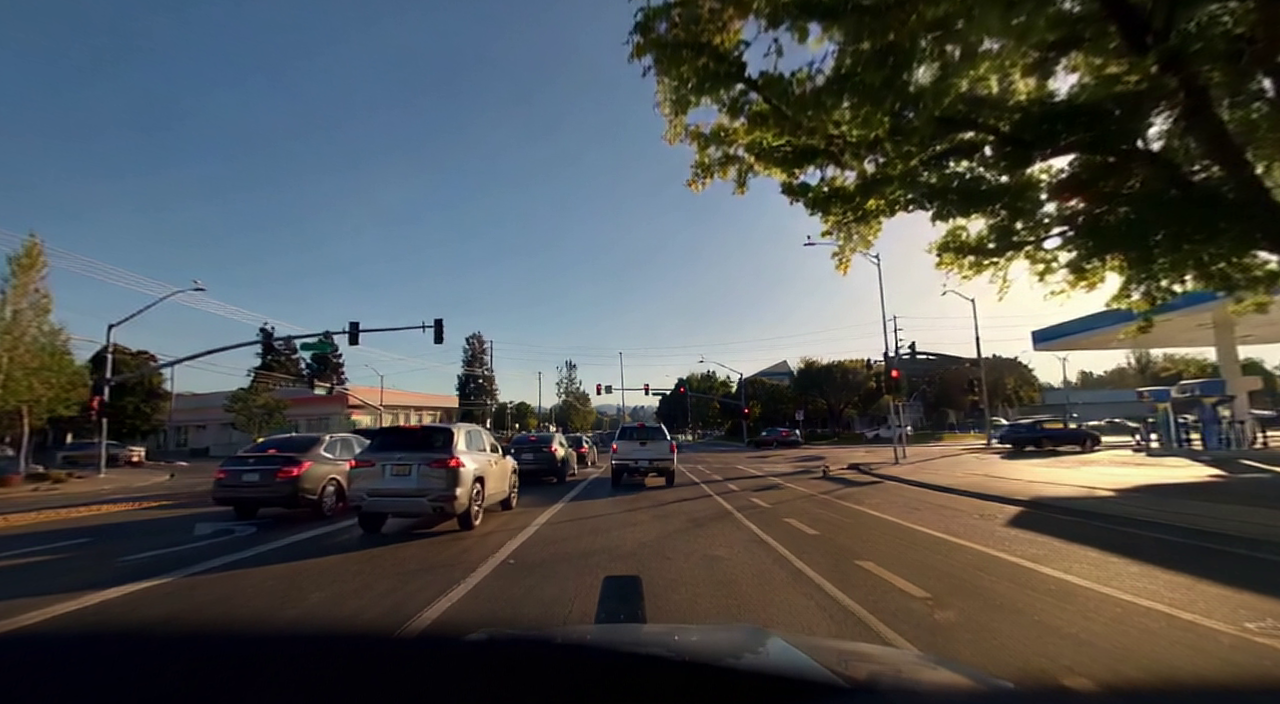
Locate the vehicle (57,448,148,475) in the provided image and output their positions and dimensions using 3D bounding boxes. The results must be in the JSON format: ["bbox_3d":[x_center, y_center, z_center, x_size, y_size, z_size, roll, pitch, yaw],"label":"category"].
[{"bbox_3d":[-36.419,7.404,42.849,4.661,1.456,1.817,-3,-7,2],"label":"vehicle"}]

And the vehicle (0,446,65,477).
[{"bbox_3d":[-40.777,6.995,40.412,5.808,1.893,2.225,0,-9,2],"label":"vehicle"}]

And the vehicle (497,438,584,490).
[{"bbox_3d":[-2.910,3.386,19.391,1.881,1.424,4.098,0,-9,2],"label":"vehicle"}]

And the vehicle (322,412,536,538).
[{"bbox_3d":[-3.253,2.009,10.867,2.096,1.718,4.266,0,-9,2],"label":"vehicle"}]

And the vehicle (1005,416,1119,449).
[{"bbox_3d":[27.902,5.343,41.902,5.782,1.950,2.225,-2,-8,3],"label":"vehicle"}]

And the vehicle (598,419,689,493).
[{"bbox_3d":[0.104,2.945,18.121,2.224,1.819,5.005,0,-9,0],"label":"vehicle"}]

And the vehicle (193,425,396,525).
[{"bbox_3d":[-6.379,2.291,12.227,1.790,1.605,3.696,0,-9,0],"label":"vehicle"}]

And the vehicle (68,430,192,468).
[{"bbox_3d":[-37.646,7.204,46.785,6.971,2.685,2.340,0,-9,0],"label":"vehicle"}]
